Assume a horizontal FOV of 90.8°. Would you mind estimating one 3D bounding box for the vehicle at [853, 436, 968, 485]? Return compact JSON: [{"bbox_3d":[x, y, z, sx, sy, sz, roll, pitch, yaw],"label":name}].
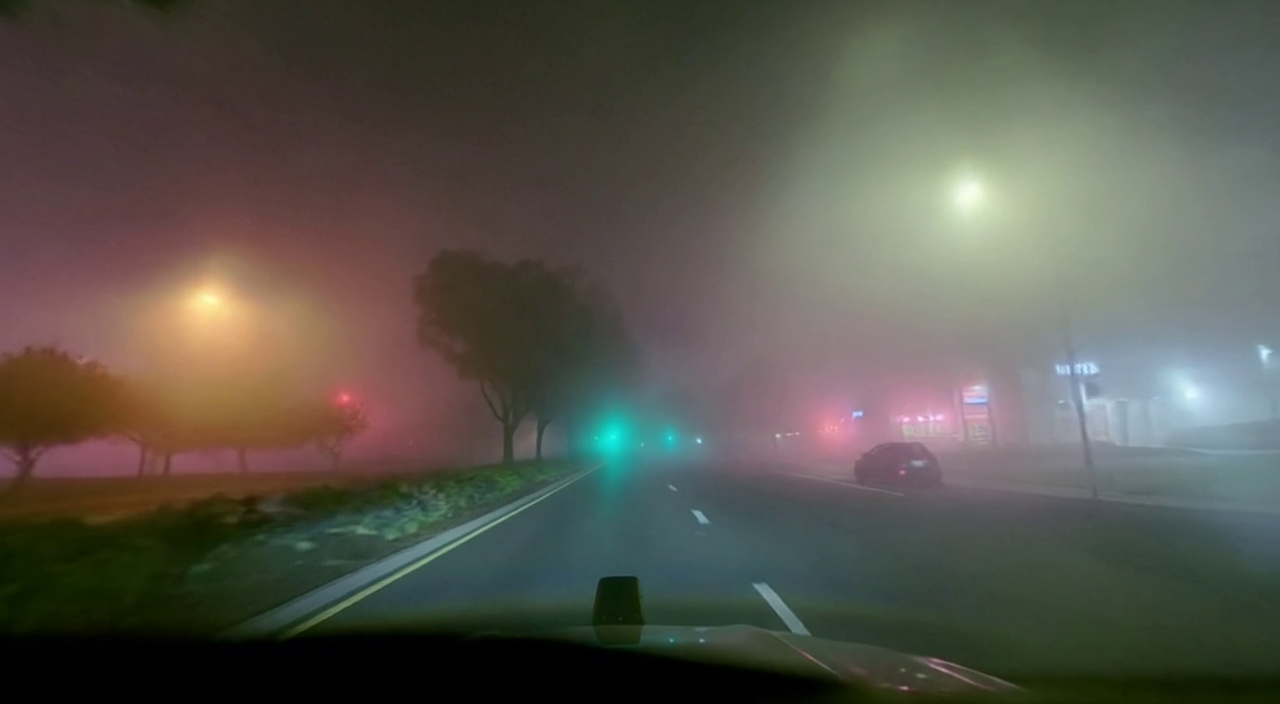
[{"bbox_3d":[9.576,3.864,22.842,1.981,1.557,4.456,0,-9,-3],"label":"vehicle"}]
